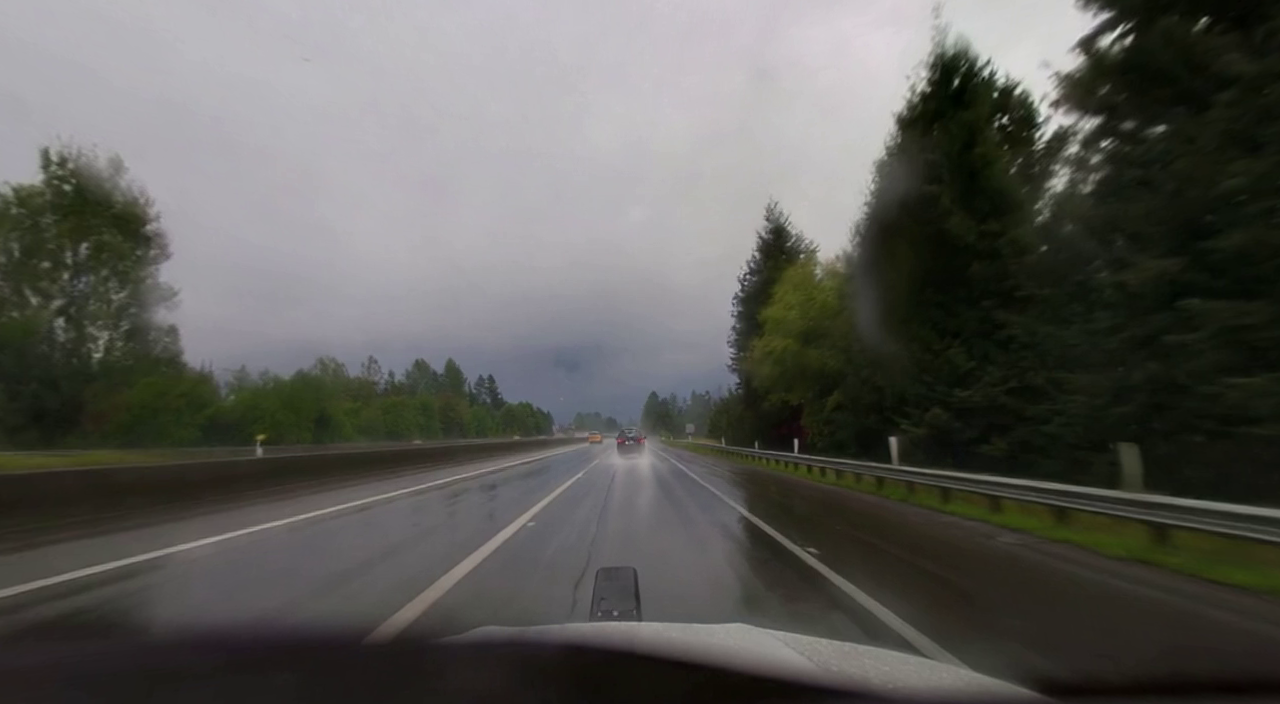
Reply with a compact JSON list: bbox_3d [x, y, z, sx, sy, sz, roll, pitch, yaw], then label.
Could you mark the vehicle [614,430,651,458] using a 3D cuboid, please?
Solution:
[{"bbox_3d":[-0.501,5.698,39.156,2.151,1.618,3.898,0,-8,-1],"label":"vehicle"}]
